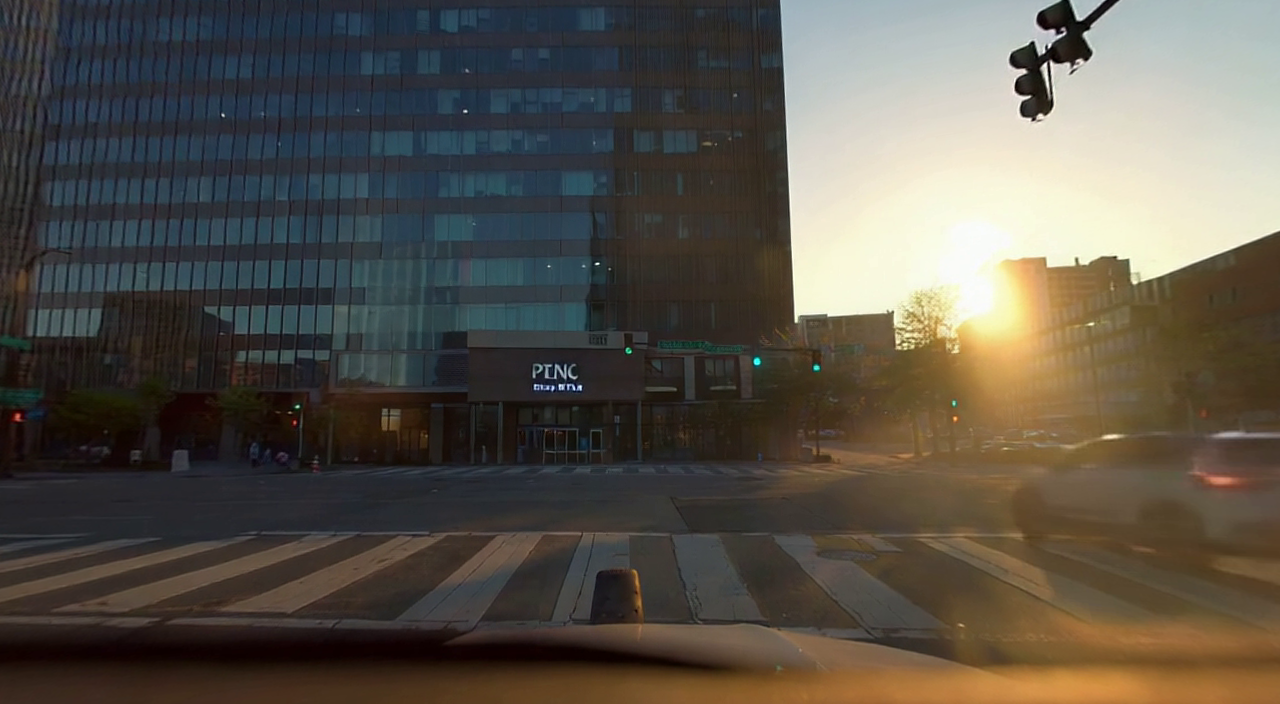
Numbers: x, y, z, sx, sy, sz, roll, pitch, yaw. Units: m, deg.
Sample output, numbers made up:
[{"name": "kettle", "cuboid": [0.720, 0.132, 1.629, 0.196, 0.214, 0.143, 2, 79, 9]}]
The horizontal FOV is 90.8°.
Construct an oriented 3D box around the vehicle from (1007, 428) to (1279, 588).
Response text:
[{"name": "vehicle", "cuboid": [6.877, 1.719, 7.720, 1.988, 1.466, 4.529, 0, -8, -1]}]
